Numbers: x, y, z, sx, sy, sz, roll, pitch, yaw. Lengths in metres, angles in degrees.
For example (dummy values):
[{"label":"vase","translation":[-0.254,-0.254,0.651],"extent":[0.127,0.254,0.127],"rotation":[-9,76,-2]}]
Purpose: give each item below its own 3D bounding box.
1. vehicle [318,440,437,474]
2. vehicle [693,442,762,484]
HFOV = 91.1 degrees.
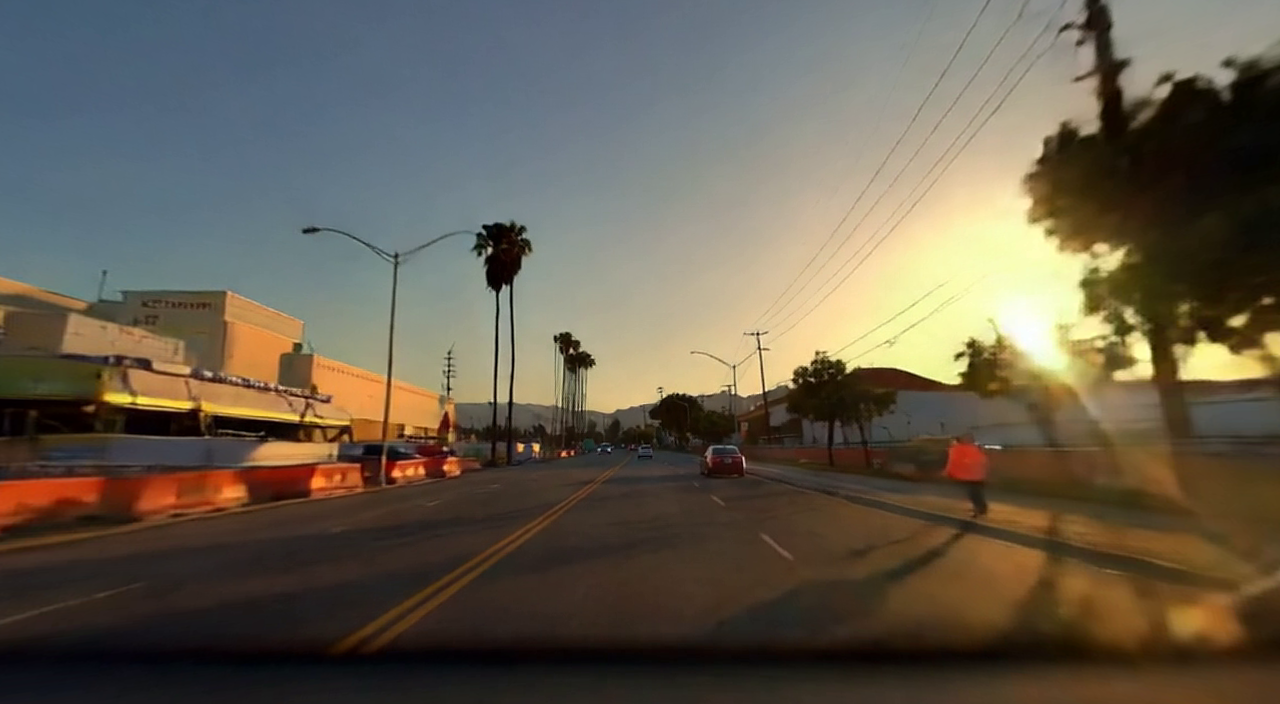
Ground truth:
[{"label":"vehicle","translation":[-17.964,7.203,43.301],"extent":[6.969,2.132,2.716],"rotation":[8,-12,-44]},{"label":"vehicle","translation":[3.466,4.494,25.758],"extent":[2.148,1.562,4.642],"rotation":[0,-8,0]}]
